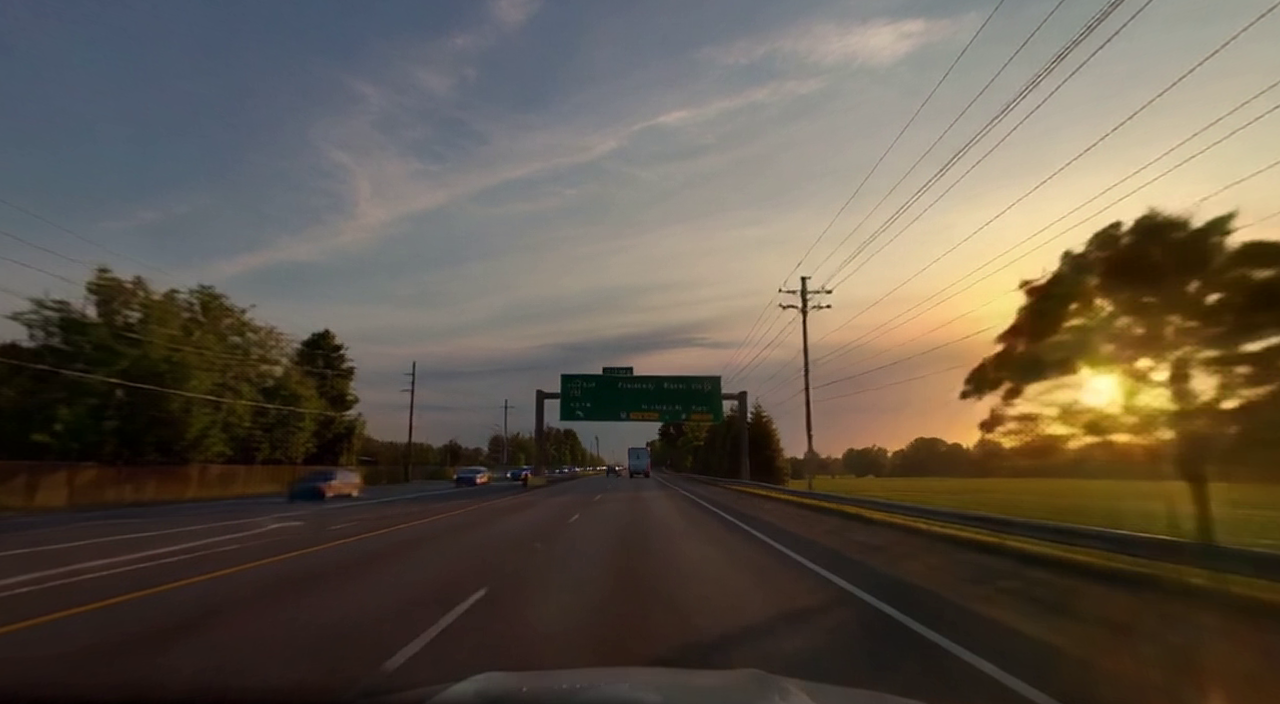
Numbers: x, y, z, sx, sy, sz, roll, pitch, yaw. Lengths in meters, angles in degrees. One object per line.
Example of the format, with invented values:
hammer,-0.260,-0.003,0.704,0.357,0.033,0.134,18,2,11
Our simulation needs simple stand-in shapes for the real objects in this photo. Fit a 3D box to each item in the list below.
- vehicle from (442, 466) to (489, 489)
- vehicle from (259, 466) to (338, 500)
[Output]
vehicle,-11.947,8.624,43.373,1.881,1.438,4.529,1,-11,0
vehicle,-15.693,6.035,29.181,1.673,1.409,3.458,1,-11,0
